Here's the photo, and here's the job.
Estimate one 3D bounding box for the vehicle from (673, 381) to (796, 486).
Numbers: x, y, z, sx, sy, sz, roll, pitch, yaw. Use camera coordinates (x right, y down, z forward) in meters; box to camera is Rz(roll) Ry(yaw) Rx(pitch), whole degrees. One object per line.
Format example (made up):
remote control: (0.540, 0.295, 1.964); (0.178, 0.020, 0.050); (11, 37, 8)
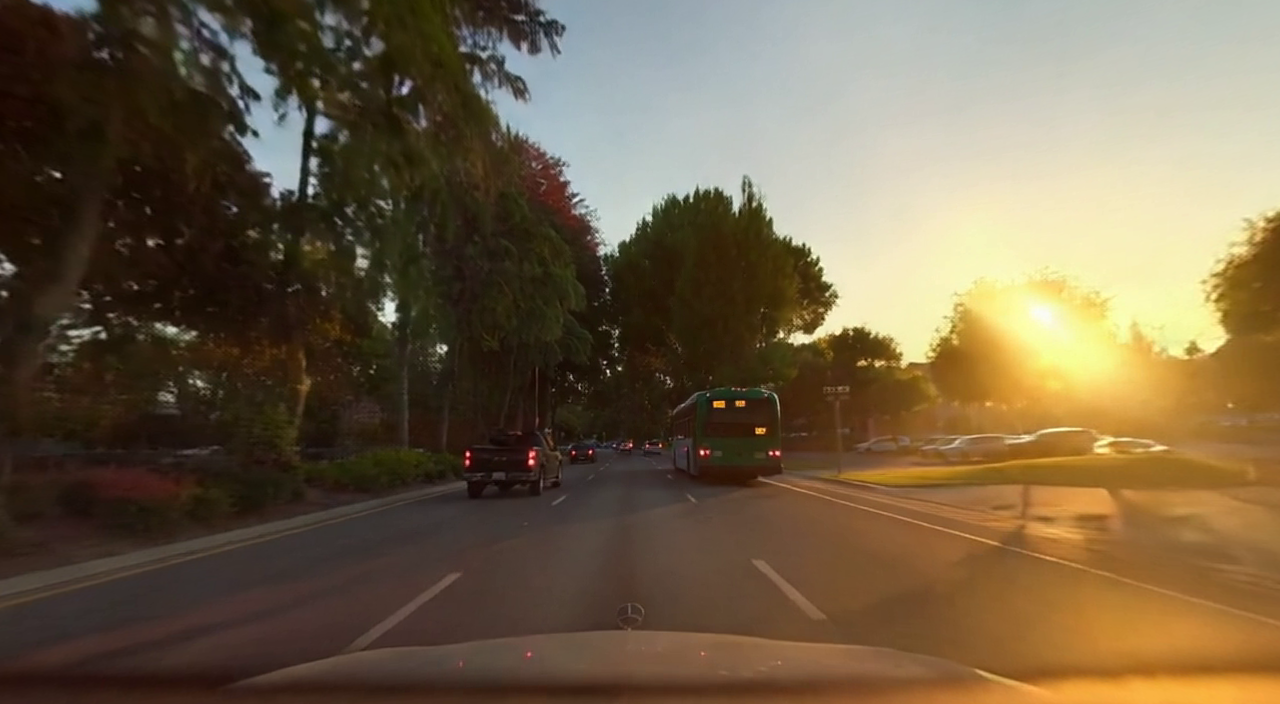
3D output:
vehicle: (3.269, 3.469, 26.009); (3.059, 3.264, 12.623); (0, -8, 0)

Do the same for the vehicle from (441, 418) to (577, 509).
vehicle: (-2.972, 2.693, 15.673); (2.074, 1.849, 5.137); (0, -8, 2)

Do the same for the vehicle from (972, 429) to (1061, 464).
vehicle: (19.122, 4.827, 32.248); (2.062, 1.683, 4.209); (0, -8, 2)

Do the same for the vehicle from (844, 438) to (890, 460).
vehicle: (16.201, 6.956, 45.123); (1.797, 1.455, 4.342); (-2, -9, 2)

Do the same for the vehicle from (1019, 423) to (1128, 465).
vehicle: (21.802, 4.662, 32.016); (2.152, 1.945, 4.827); (0, -8, 2)

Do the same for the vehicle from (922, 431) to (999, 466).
vehicle: (16.523, 4.997, 32.727); (1.972, 1.648, 4.016); (0, -8, 2)

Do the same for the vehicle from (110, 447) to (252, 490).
vehicle: (-17.570, 4.454, 24.488); (1.854, 1.489, 4.820); (0, -8, 0)
